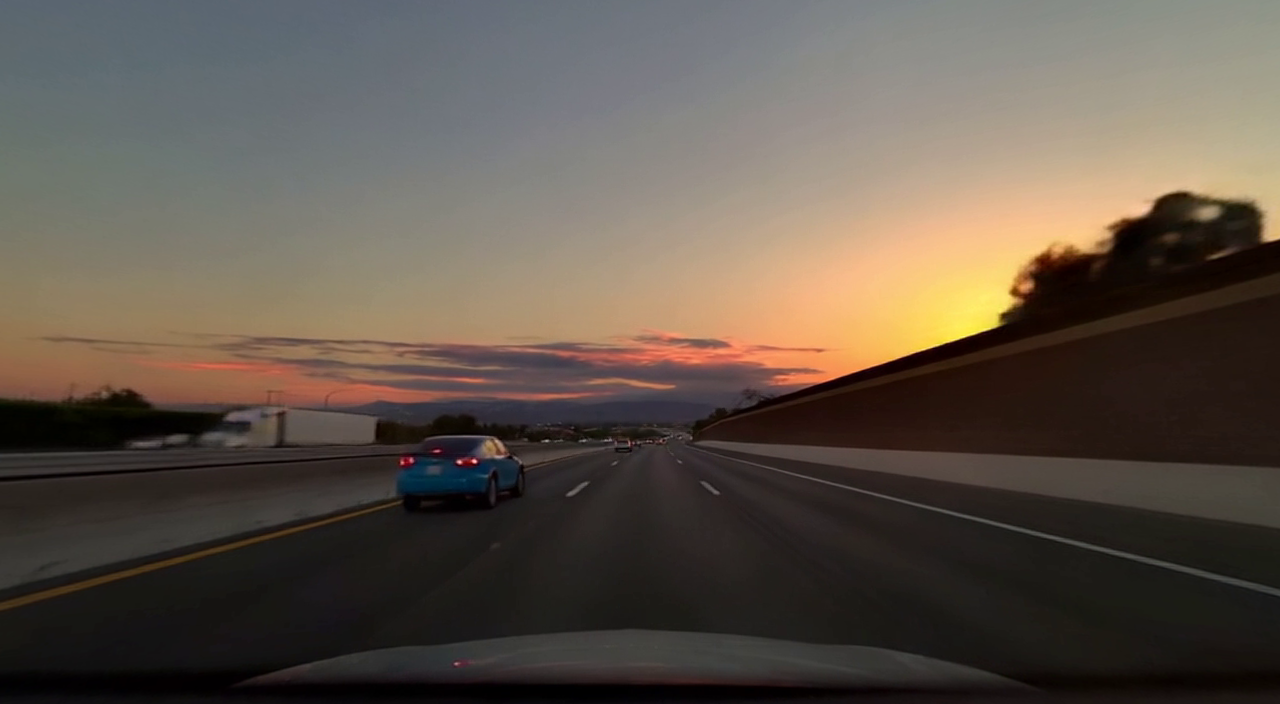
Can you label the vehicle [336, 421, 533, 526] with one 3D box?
[{"bbox_3d":[-3.589,2.217,12.171,2.053,1.587,4.855,0,-8,2],"label":"vehicle"}]
